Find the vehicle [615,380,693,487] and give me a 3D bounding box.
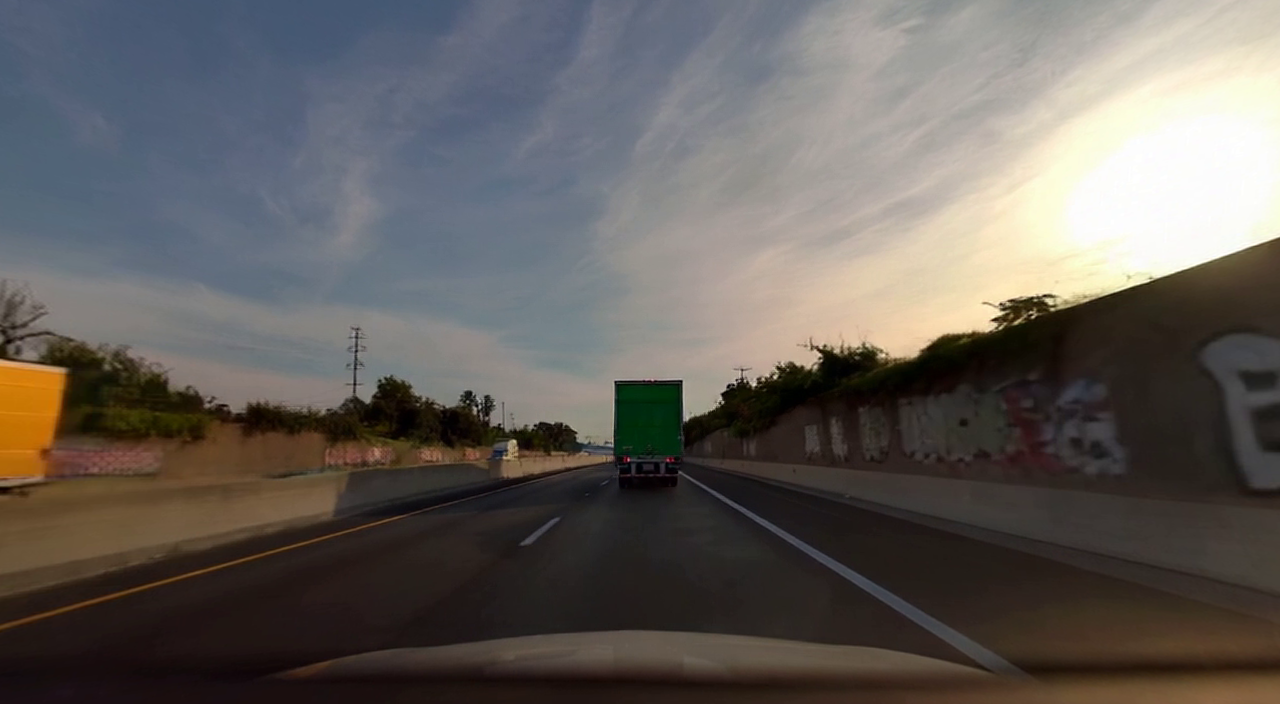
[{"bbox_3d":[0.421,3.811,28.566,2.900,3.955,10.151,0,-9,-1],"label":"vehicle"}]
